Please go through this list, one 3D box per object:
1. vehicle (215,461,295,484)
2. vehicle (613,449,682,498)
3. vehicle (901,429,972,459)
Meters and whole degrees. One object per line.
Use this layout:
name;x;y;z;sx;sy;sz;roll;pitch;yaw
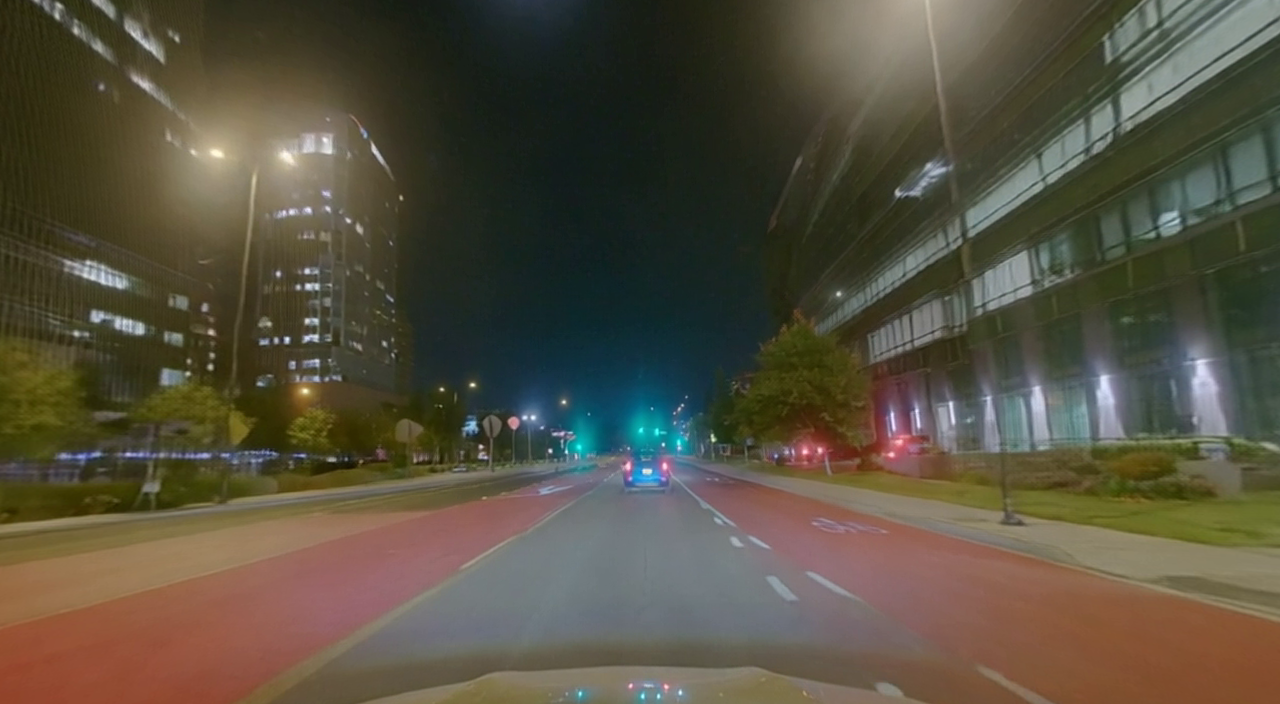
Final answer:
vehicle;-30.030;9.385;49.198;4.962;1.561;1.997;7;-11;-39
vehicle;0.219;3.968;21.014;2.063;1.442;4.135;0;-9;0
vehicle;15.636;4.927;33.447;1.979;1.460;3.848;-1;-10;2
